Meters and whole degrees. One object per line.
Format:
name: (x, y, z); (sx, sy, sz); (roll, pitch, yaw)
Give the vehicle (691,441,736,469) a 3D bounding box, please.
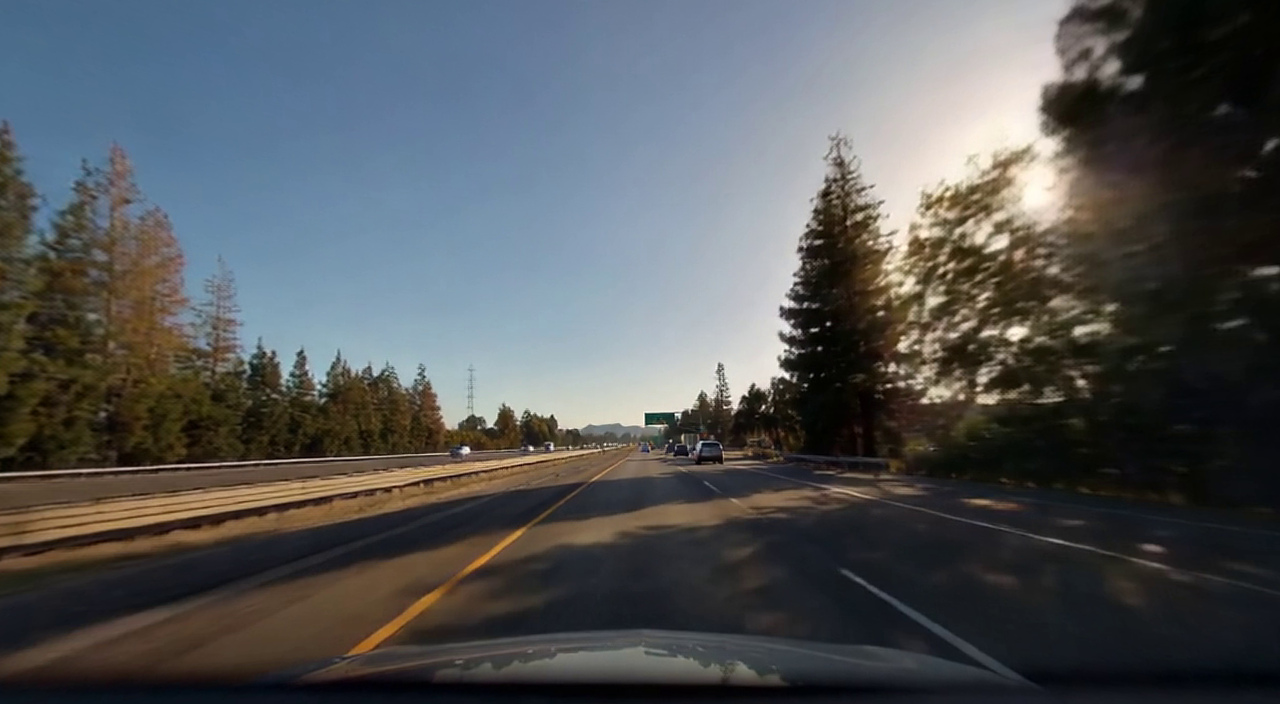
vehicle: (4.223, 6.004, 36.836); (2.062, 1.518, 4.026); (0, -8, -1)
